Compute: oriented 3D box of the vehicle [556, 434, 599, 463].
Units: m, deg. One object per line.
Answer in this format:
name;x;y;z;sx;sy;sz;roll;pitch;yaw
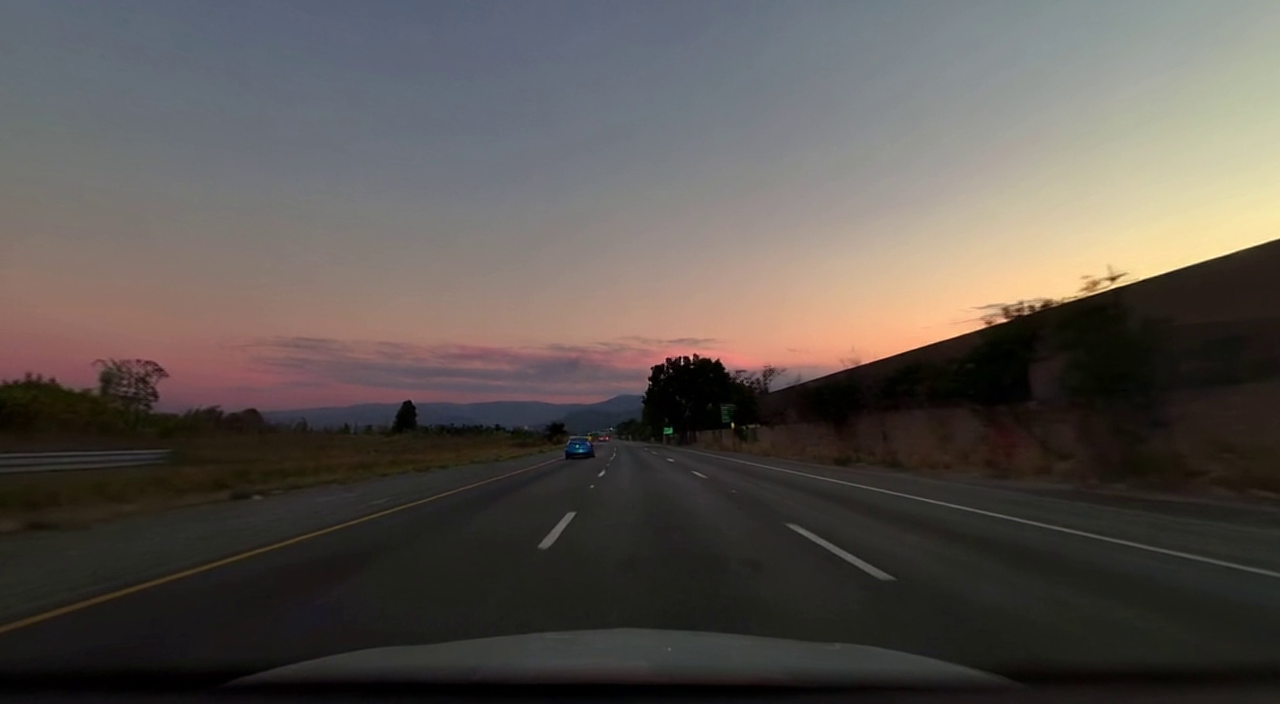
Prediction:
vehicle;-3.697;5.773;37.819;2.206;1.604;4.374;0;-8;-1
